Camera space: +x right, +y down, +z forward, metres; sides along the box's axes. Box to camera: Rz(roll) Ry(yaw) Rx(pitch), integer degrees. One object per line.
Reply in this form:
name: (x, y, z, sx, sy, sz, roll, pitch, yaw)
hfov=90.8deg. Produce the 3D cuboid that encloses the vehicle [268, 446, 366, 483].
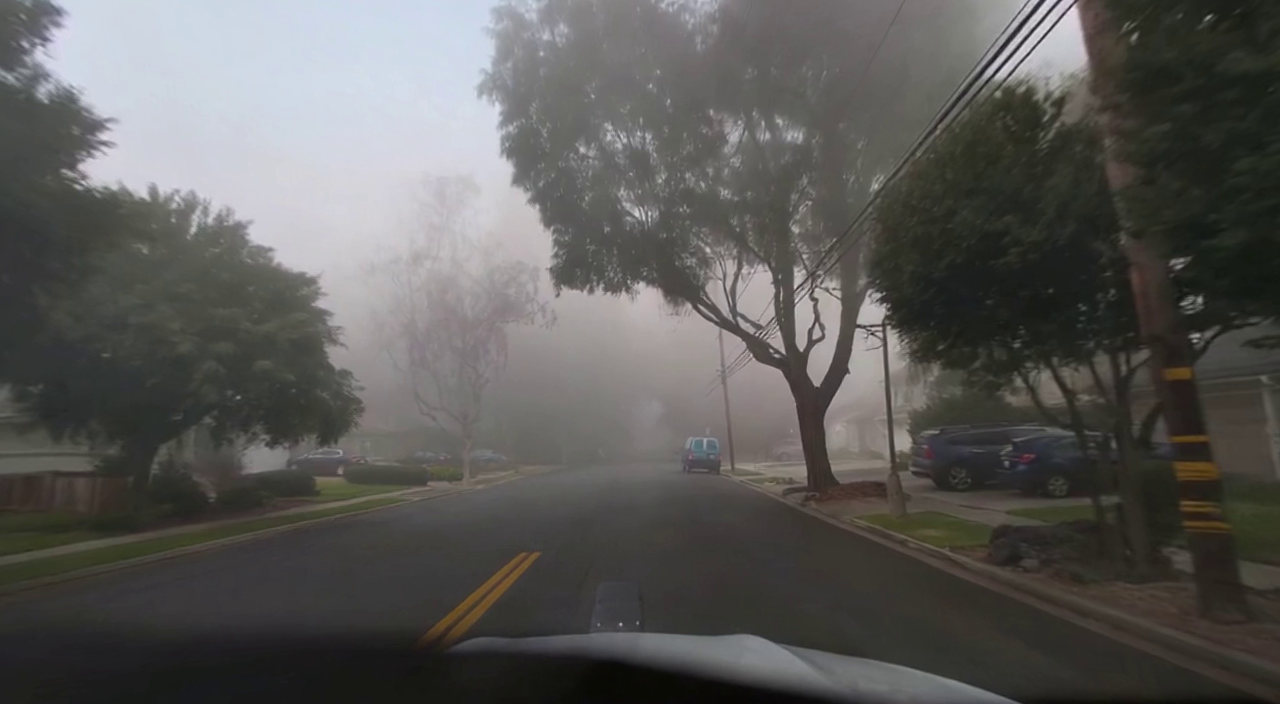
vehicle: (-18.131, 6.302, 35.631, 4.414, 1.731, 2.008, -2, -7, -4)

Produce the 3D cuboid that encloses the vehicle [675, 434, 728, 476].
vehicle: (3.240, 5.595, 34.535, 2.311, 2.069, 5.156, 0, -9, -1)

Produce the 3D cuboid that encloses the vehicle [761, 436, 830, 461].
vehicle: (11.465, 7.178, 46.872, 4.602, 1.799, 1.859, 0, -9, 0)

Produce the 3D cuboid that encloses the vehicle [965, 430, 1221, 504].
vehicle: (9.894, 2.528, 14.103, 4.125, 1.461, 1.984, -1, -8, 2)
